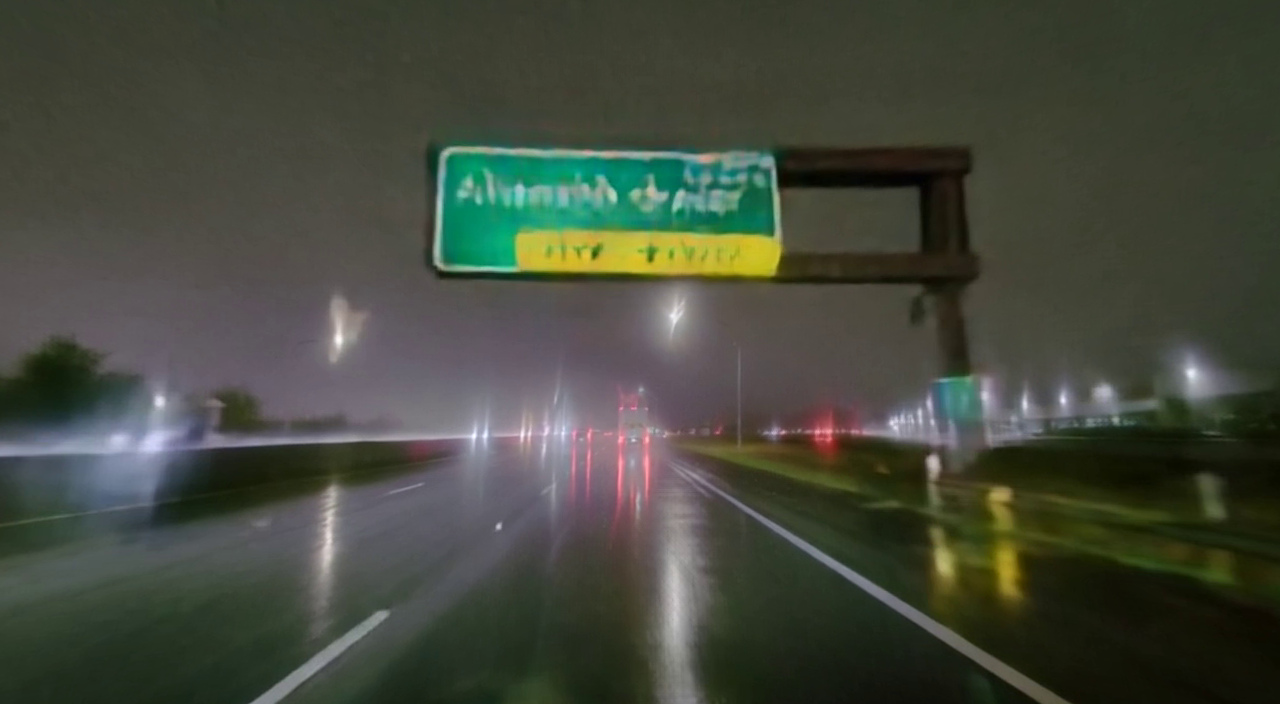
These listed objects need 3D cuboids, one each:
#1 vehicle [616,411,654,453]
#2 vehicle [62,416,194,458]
[{"bbox_3d":[-0.433,5.580,43.704,2.418,2.704,6.445,0,-8,-3],"label":"vehicle"},{"bbox_3d":[-19.674,3.313,24.412,1.824,1.479,3.952,0,-8,-1],"label":"vehicle"}]
